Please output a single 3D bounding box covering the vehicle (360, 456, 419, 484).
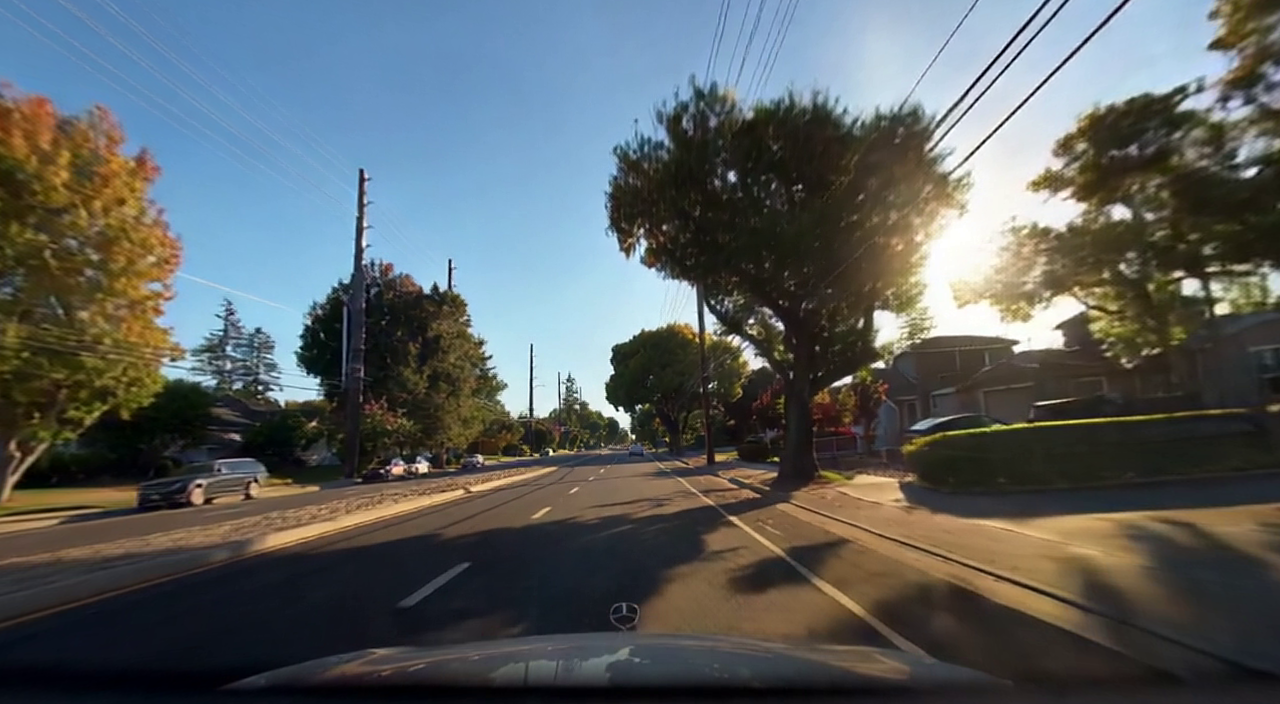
[{"bbox_3d":[-16.069,7.578,40.754,2.031,1.482,4.476,-4,-9,0],"label":"vehicle"}]

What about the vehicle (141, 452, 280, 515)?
[{"bbox_3d":[-15.969,4.837,23.905,2.071,1.883,4.915,-4,-8,-3],"label":"vehicle"}]
